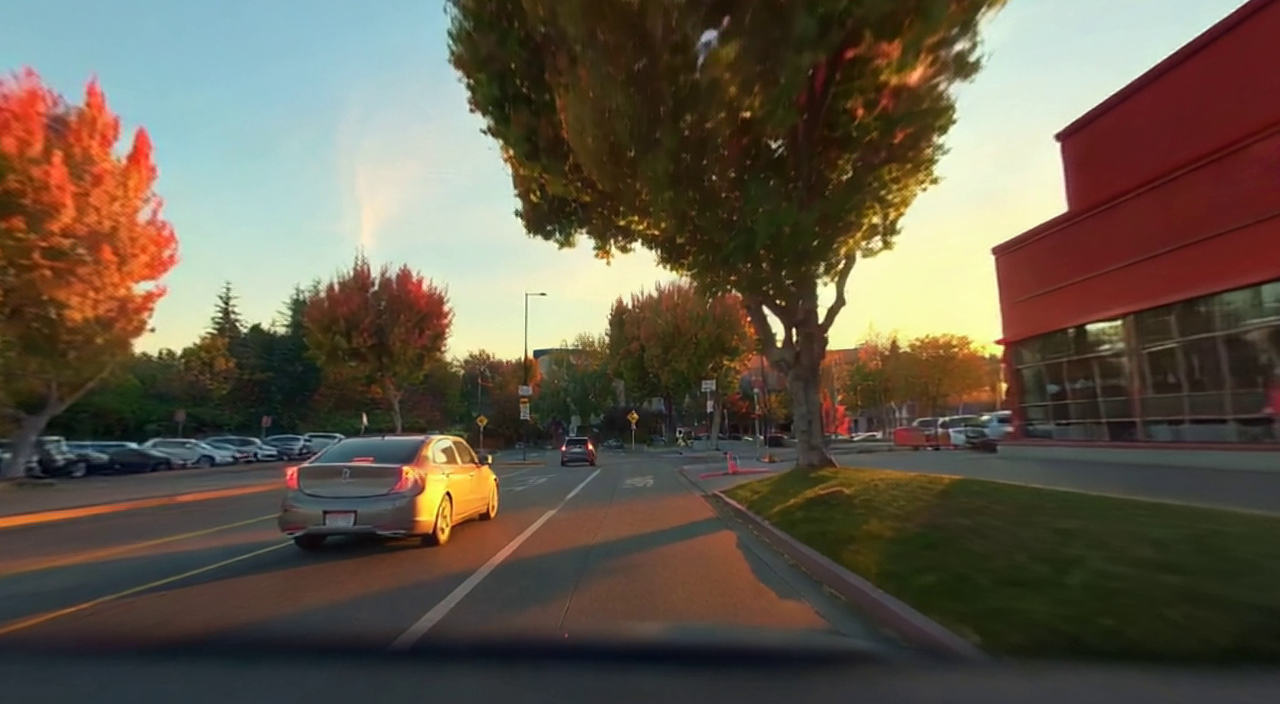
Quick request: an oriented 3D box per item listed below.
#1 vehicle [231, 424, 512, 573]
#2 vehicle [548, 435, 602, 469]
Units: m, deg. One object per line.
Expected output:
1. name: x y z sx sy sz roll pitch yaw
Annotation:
1. vehicle: -3.164 1.776 8.590 1.853 1.478 4.381 0 -8 1
2. vehicle: -2.965 4.632 29.440 1.962 1.424 4.289 0 -8 1
